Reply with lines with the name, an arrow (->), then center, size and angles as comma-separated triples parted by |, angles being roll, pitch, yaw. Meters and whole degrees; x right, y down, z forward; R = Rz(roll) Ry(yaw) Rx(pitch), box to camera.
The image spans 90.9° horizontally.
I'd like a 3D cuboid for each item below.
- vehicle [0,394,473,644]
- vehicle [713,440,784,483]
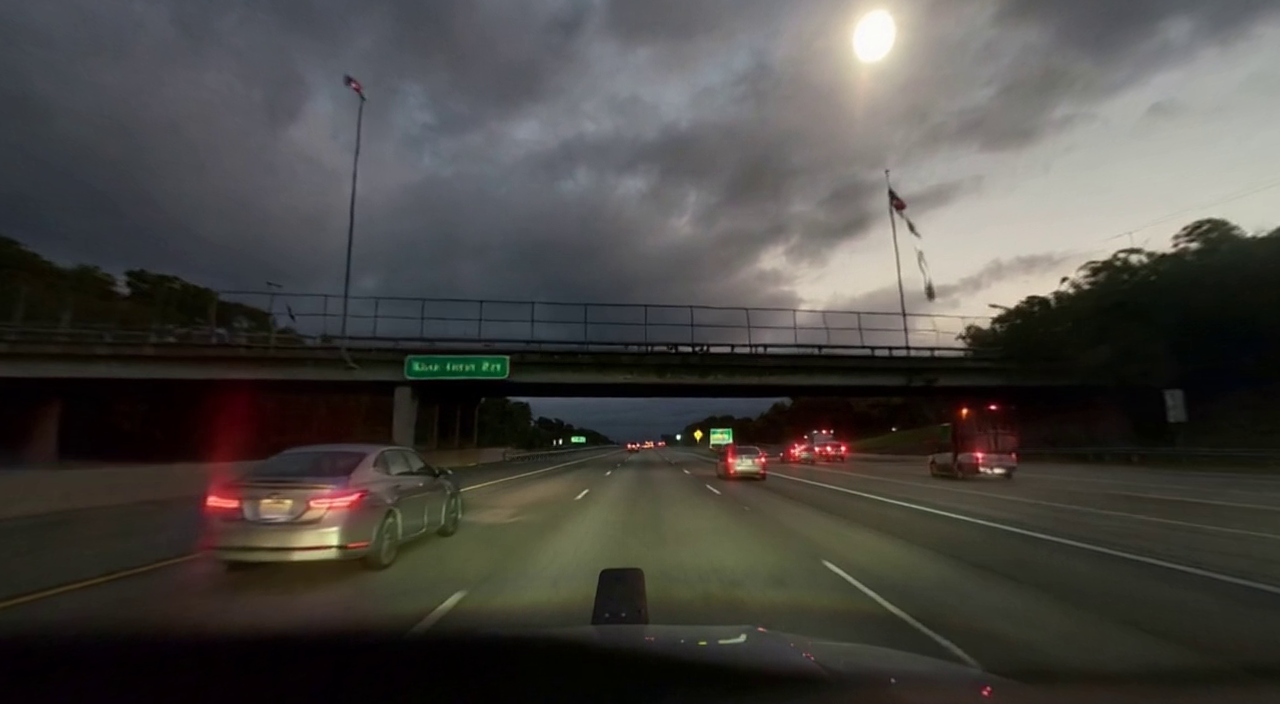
vehicle -> -3.676, 1.508, 6.875 | 2.259, 1.706, 4.924 | 0, -8, 1
vehicle -> 4.081, 4.187, 24.449 | 1.908, 1.483, 4.259 | 0, -8, -1
